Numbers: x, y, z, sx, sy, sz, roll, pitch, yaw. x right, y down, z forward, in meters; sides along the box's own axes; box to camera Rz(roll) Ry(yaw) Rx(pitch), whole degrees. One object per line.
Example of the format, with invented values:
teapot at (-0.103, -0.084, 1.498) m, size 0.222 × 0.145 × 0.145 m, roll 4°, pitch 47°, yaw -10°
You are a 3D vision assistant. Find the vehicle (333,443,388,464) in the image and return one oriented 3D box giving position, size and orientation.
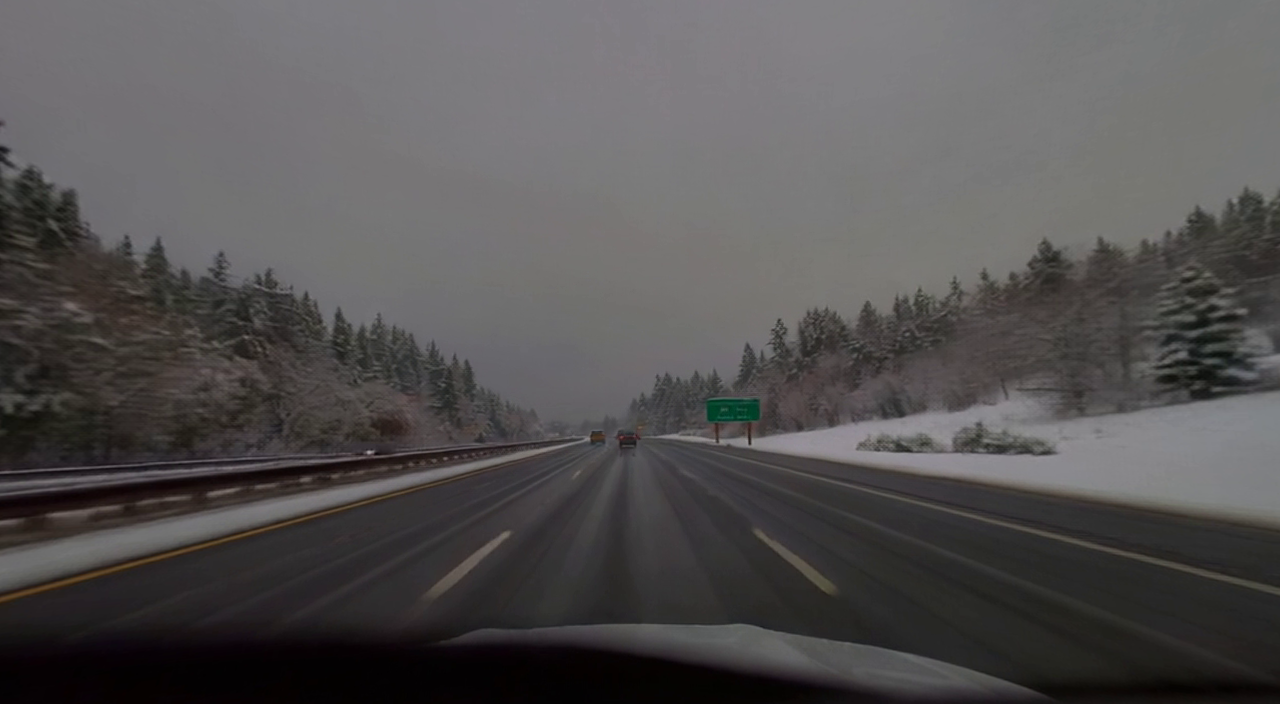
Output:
vehicle at (-21.056, 7.654, 47.654) m, size 1.857 × 1.373 × 5.627 m, roll 0°, pitch -7°, yaw -3°
